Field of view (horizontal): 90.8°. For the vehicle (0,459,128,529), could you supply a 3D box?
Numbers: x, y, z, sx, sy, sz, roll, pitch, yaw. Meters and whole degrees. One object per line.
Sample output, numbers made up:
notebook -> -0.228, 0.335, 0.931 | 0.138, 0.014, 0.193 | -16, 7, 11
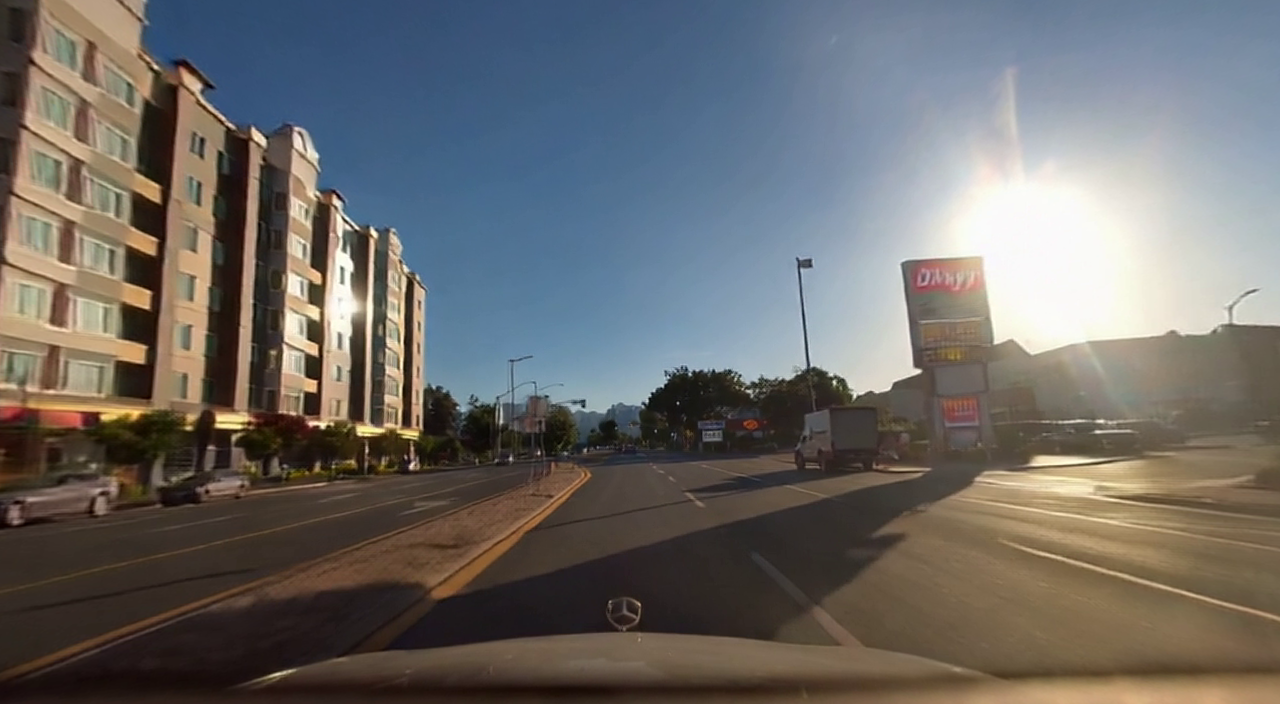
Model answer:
vehicle -> -19.095, 4.311, 19.072 | 2.247, 1.820, 5.907 | -4, -8, 2

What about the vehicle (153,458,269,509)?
vehicle -> -19.339, 5.900, 28.815 | 2.042, 1.773, 4.914 | -4, -8, -2

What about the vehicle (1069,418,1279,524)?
vehicle -> 10.115, 1.928, 10.533 | 2.170, 1.492, 5.038 | 0, -9, -3

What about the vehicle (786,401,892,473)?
vehicle -> 9.784, 4.315, 32.034 | 2.917, 3.205, 6.985 | 0, -8, -1
